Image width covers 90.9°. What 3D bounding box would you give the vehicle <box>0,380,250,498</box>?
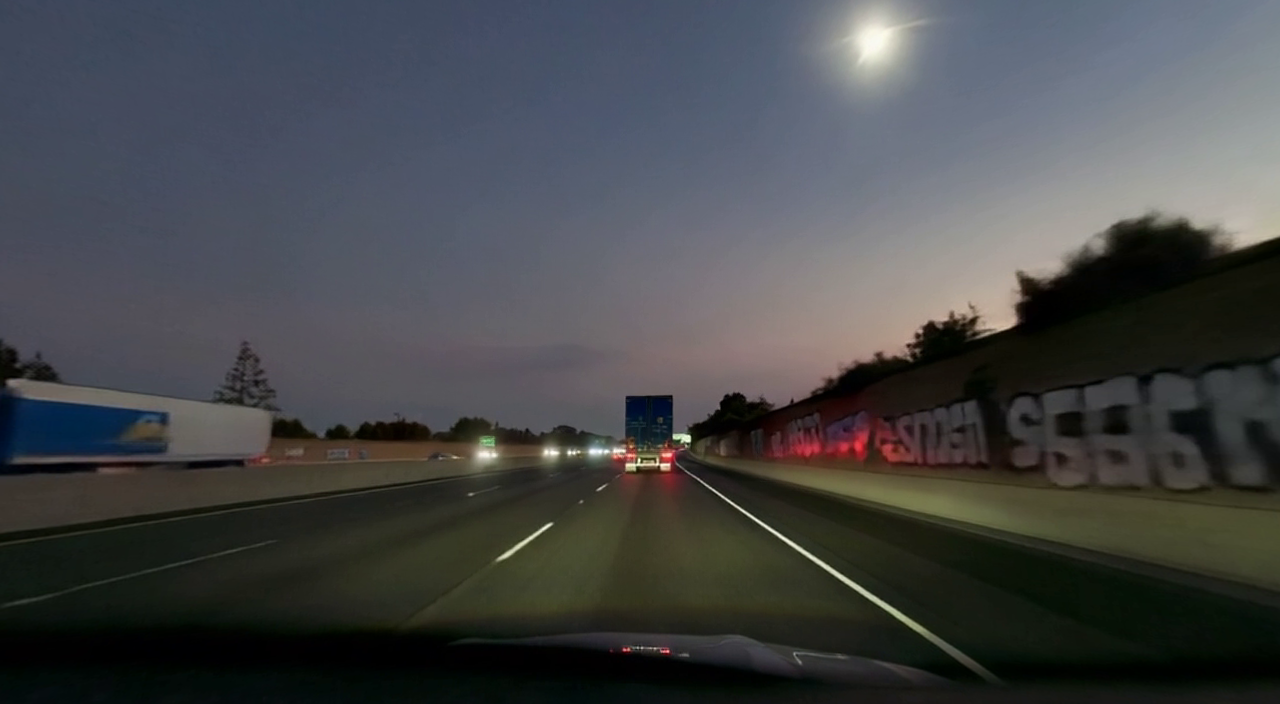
[{"bbox_3d":[-24.057,3.949,27.865,2.997,4.110,16.358,0,-9,1],"label":"vehicle"}]

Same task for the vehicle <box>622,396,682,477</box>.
[{"bbox_3d":[0.612,5.118,37.295,2.997,4.069,10.871,0,-9,0],"label":"vehicle"}]
